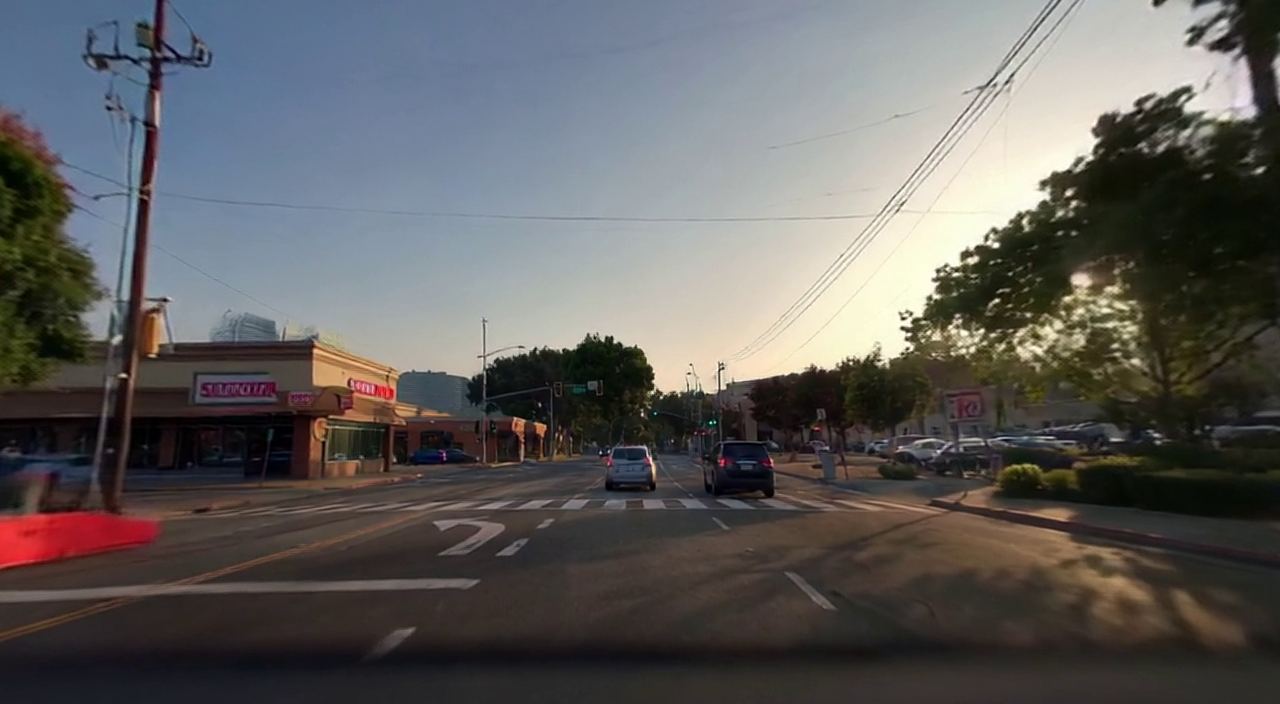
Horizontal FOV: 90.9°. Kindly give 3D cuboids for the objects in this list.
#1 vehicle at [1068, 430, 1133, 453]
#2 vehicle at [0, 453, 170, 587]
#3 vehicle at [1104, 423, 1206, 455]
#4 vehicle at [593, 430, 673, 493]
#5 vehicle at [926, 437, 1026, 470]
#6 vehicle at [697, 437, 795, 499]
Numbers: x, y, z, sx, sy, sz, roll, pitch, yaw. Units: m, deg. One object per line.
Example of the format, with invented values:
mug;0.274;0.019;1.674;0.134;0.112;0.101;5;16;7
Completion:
vehicle;34.981;6.859;48.037;1.817;1.548;4.050;-2;-10;0
vehicle;-9.262;2.328;9.443;4.456;1.570;1.975;-6;-10;32
vehicle;30.644;5.228;37.718;2.231;1.749;4.411;0;-9;-2
vehicle;-0.252;4.025;23.626;2.638;2.065;5.313;0;-9;0
vehicle;16.489;4.999;31.013;3.880;1.538;1.862;1;-9;-8
vehicle;3.277;3.711;20.597;2.276;1.787;4.630;0;-9;-1
